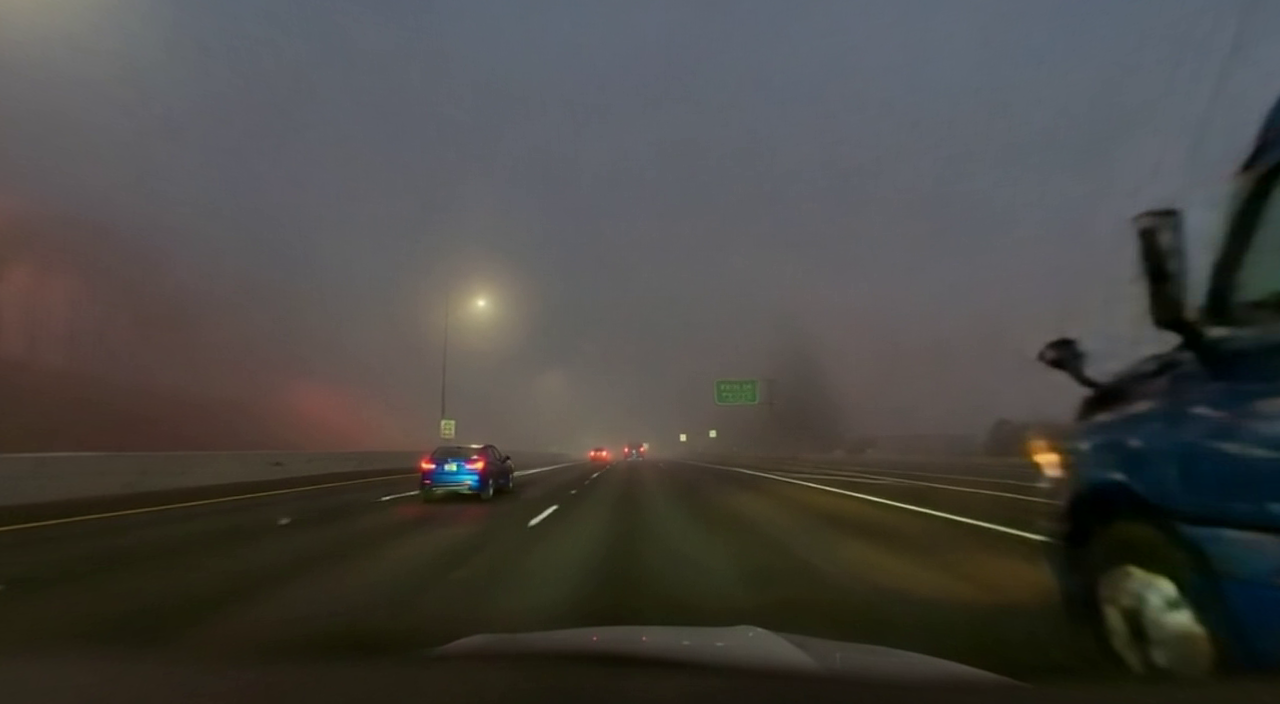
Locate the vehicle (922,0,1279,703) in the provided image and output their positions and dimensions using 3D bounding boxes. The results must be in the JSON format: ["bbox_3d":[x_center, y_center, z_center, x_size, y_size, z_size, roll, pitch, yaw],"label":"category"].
[{"bbox_3d":[3.535,-0.088,1.224,3.073,3.886,5.856,0,-8,-1],"label":"vehicle"}]

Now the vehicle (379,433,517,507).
[{"bbox_3d":[-4.497,2.829,15.533,2.120,1.537,4.139,0,-8,0],"label":"vehicle"}]
